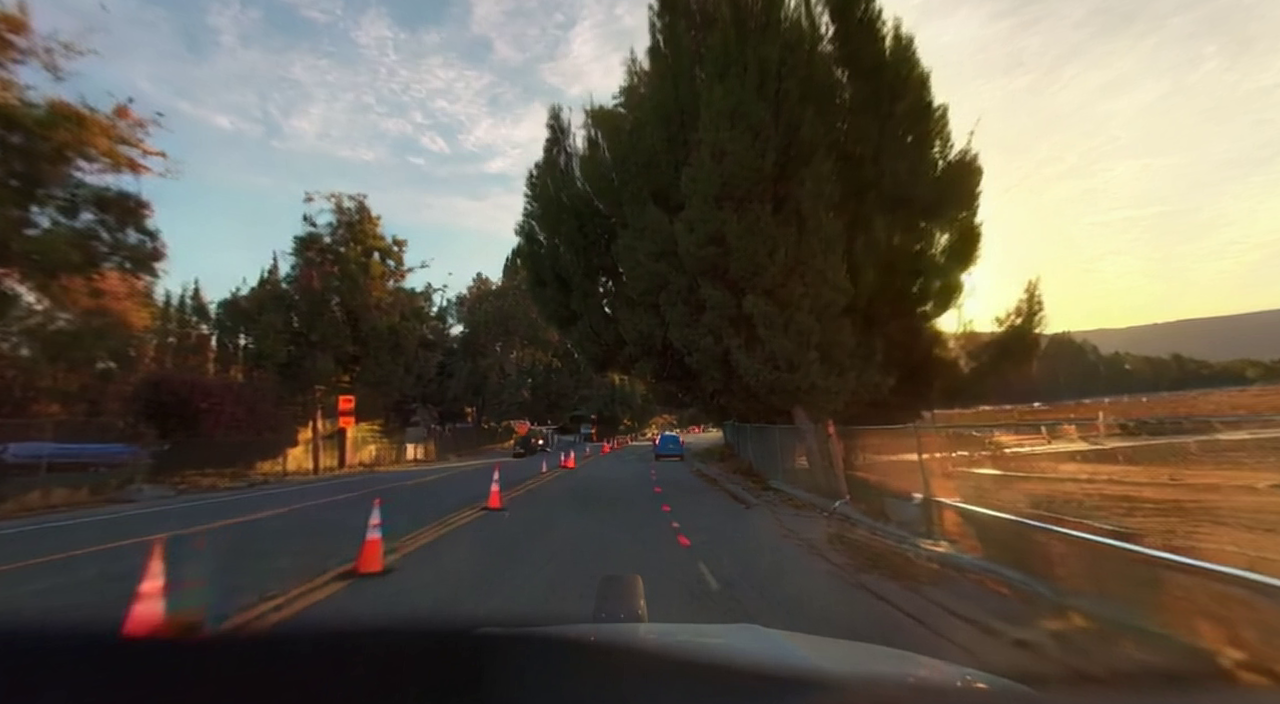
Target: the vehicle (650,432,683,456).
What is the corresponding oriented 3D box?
[{"bbox_3d":[1.785,6.226,42.665,2.172,1.486,3.581,0,-9,2],"label":"vehicle"}]
